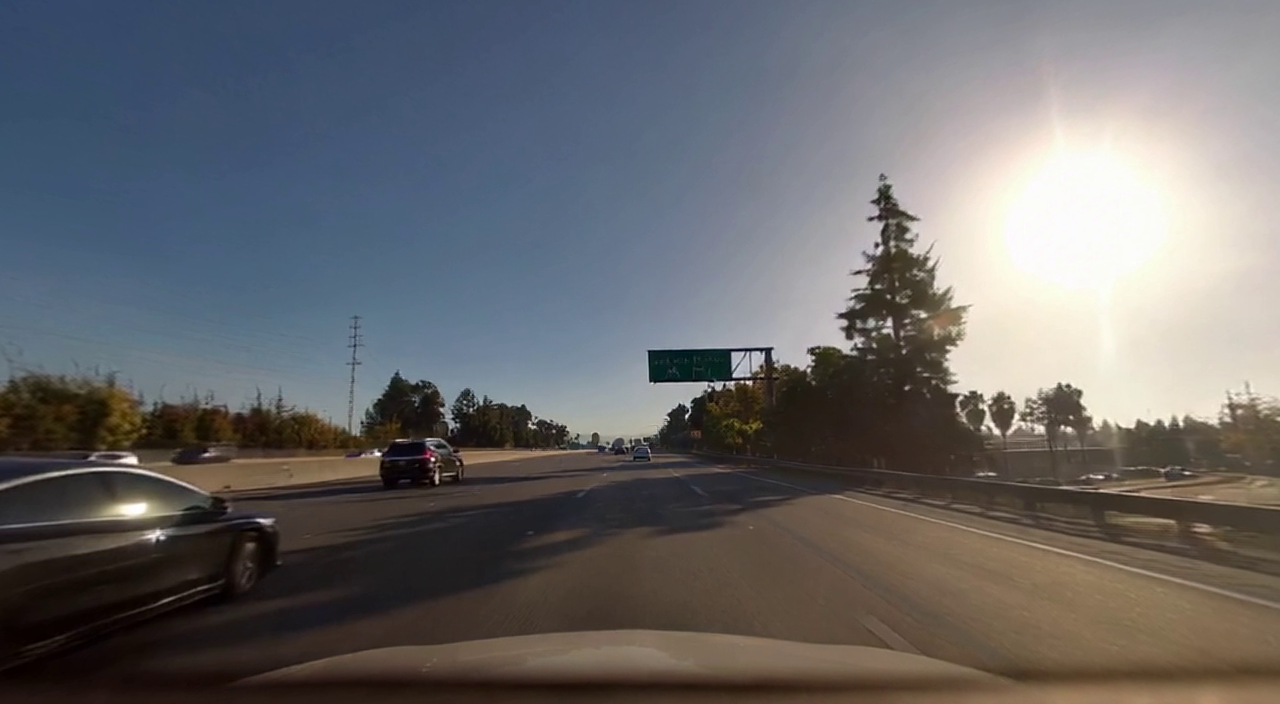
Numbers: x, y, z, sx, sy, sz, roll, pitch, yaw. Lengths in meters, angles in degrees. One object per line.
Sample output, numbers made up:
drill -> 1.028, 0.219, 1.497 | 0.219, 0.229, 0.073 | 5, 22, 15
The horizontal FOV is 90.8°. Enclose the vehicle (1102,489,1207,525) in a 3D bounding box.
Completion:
vehicle -> 33.493, 10.046, 41.296 | 2.108, 1.784, 4.918 | 2, -8, -13

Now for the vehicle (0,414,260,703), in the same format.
vehicle -> -4.066, 1.008, 2.730 | 1.967, 1.488, 4.565 | 0, -8, 1

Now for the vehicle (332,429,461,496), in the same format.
vehicle -> -7.375, 3.382, 19.735 | 2.032, 1.808, 4.776 | 0, -8, 1

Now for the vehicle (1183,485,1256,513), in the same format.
vehicle -> 41.006, 10.381, 44.819 | 1.732, 1.505, 4.392 | -2, -9, 13
